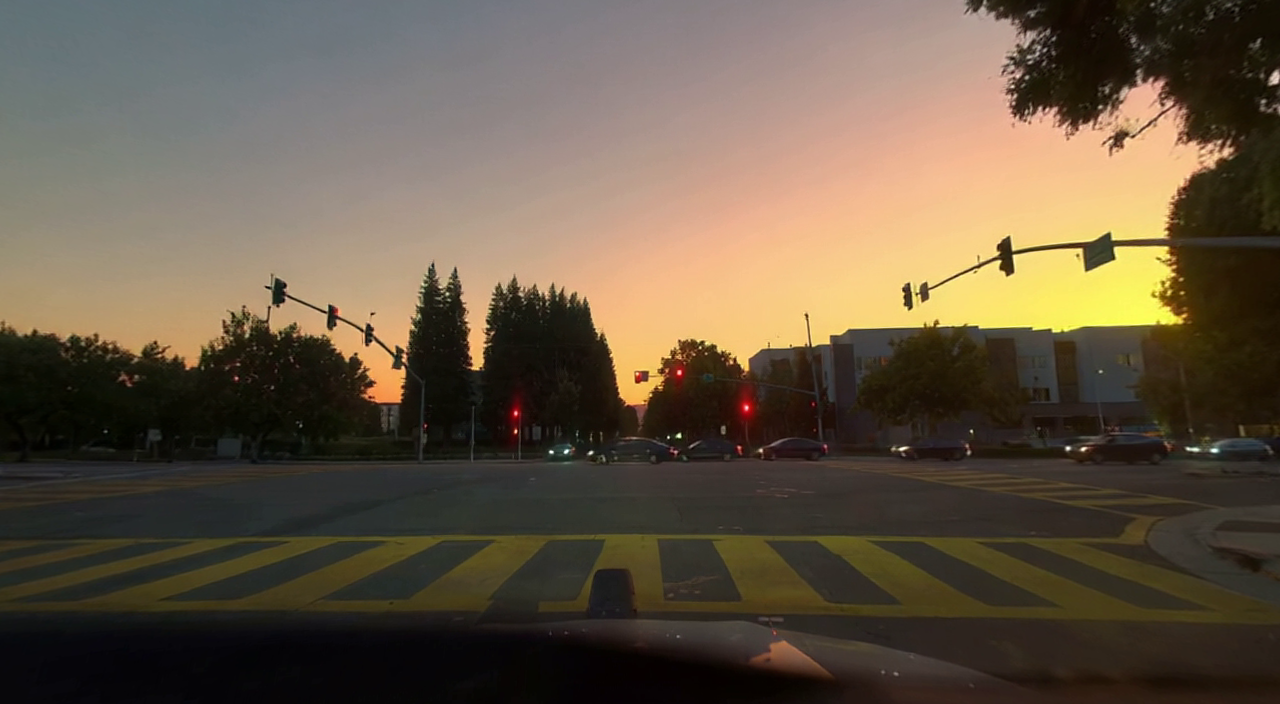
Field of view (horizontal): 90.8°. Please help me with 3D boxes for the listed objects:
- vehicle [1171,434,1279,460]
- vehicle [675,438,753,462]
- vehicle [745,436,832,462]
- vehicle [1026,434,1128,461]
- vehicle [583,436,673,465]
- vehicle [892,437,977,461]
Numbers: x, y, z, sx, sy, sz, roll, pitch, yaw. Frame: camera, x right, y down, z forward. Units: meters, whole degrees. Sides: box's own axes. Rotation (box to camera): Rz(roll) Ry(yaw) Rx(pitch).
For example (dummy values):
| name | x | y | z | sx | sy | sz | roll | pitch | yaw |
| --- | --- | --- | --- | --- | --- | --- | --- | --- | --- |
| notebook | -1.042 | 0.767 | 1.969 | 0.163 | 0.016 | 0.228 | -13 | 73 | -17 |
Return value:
| name | x | y | z | sx | sy | sz | roll | pitch | yaw |
| --- | --- | --- | --- | --- | --- | --- | --- | --- | --- |
| vehicle | 34.087 | 5.519 | 36.713 | 4.724 | 1.452 | 1.870 | 0 | -9 | 0 |
| vehicle | 4.634 | 6.208 | 40.175 | 4.759 | 1.445 | 1.865 | 0 | -9 | 0 |
| vehicle | 8.627 | 5.670 | 36.920 | 4.631 | 1.435 | 1.715 | 0 | -9 | -1 |
| vehicle | 25.262 | 5.520 | 36.612 | 4.519 | 1.476 | 1.767 | 0 | -9 | 1 |
| vehicle | -0.619 | 5.179 | 33.174 | 4.629 | 1.423 | 1.833 | 0 | -9 | 0 |
| vehicle | 18.626 | 6.139 | 40.068 | 4.443 | 1.472 | 1.794 | 0 | -9 | 1 |
